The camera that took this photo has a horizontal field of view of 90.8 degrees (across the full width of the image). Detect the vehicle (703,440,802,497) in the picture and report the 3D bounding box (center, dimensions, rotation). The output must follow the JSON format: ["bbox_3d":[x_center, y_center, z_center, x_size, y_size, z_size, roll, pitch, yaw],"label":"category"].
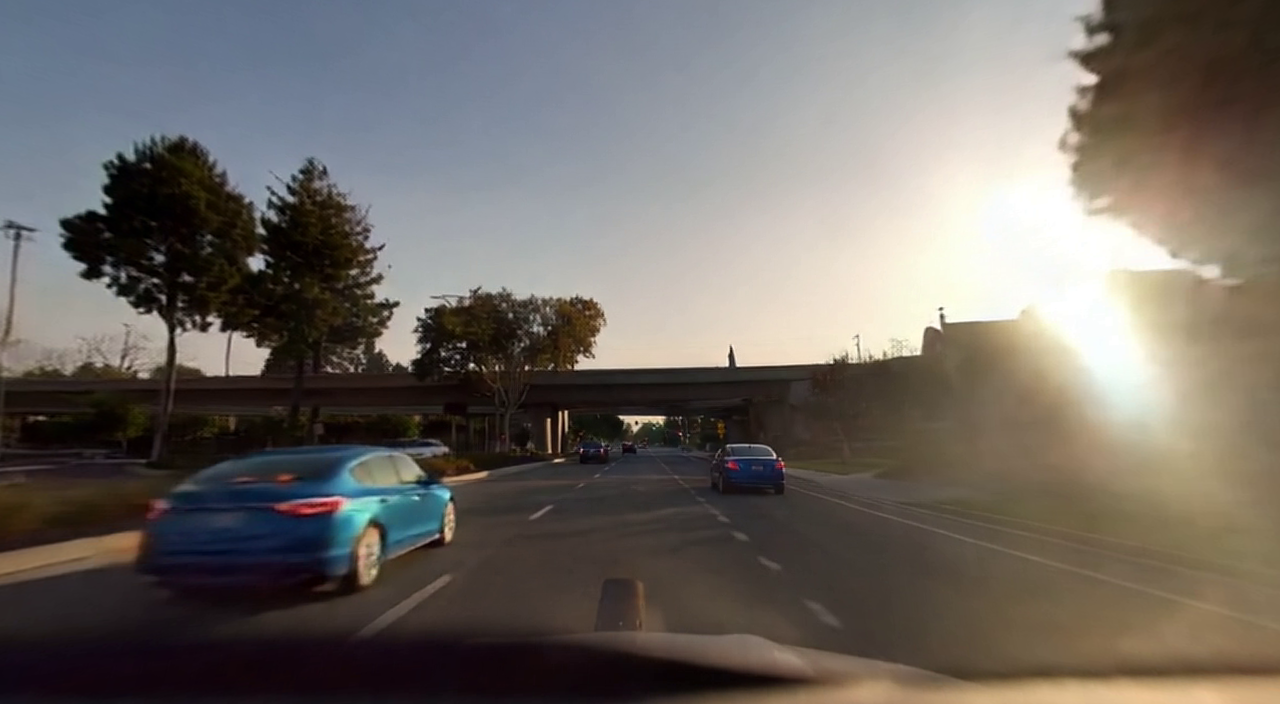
[{"bbox_3d":[3.227,3.426,19.067,2.068,1.497,4.247,0,-8,-2],"label":"vehicle"}]

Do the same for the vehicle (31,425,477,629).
[{"bbox_3d":[-3.423,1.613,6.919,2.060,1.484,4.417,0,-8,1],"label":"vehicle"}]
